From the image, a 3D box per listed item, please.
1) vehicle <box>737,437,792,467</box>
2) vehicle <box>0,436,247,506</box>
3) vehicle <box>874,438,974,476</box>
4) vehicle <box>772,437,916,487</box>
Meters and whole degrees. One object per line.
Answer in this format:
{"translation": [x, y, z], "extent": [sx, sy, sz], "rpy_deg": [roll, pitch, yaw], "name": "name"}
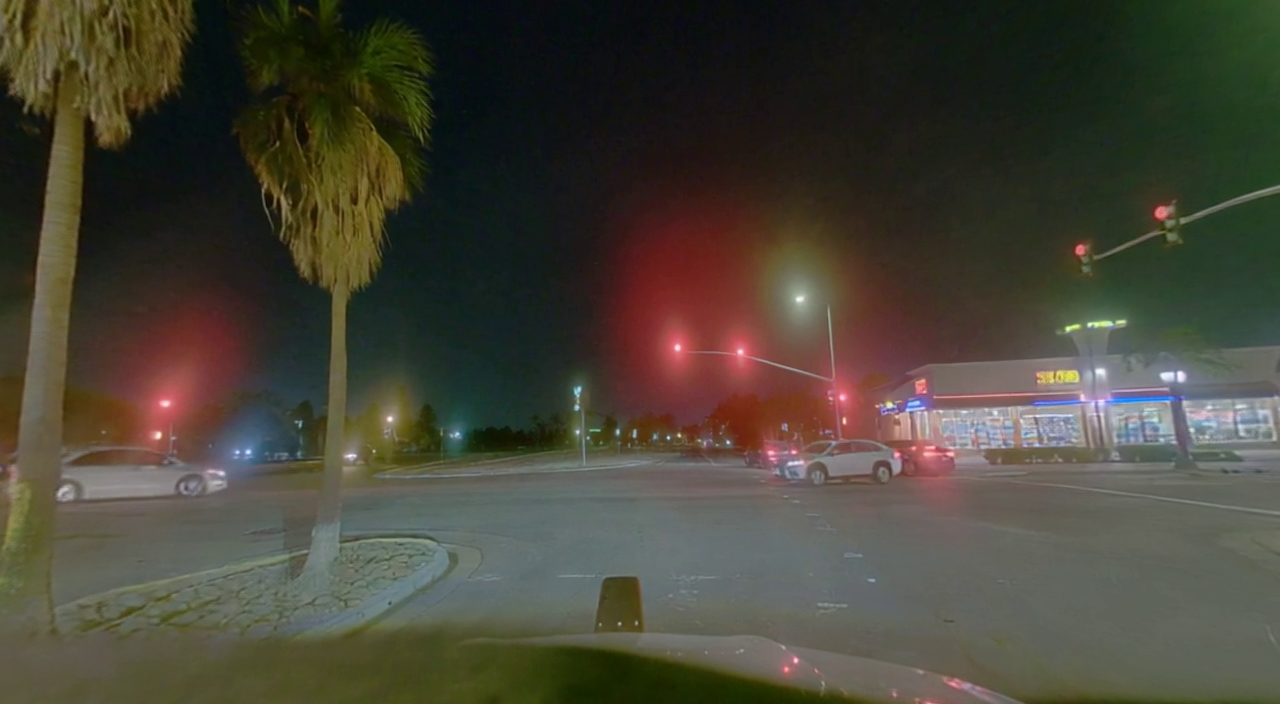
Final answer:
{"translation": [7.116, 5.770, 36.478], "extent": [1.867, 1.653, 4.596], "rpy_deg": [1, -9, -6], "name": "vehicle"}
{"translation": [-13.472, 3.101, 16.794], "extent": [4.603, 1.653, 1.999], "rpy_deg": [3, -9, -19], "name": "vehicle"}
{"translation": [12.762, 4.700, 28.305], "extent": [3.826, 1.572, 1.890], "rpy_deg": [-5, -10, 31], "name": "vehicle"}
{"translation": [6.570, 3.539, 20.449], "extent": [4.035, 1.512, 1.828], "rpy_deg": [2, -9, -15], "name": "vehicle"}
